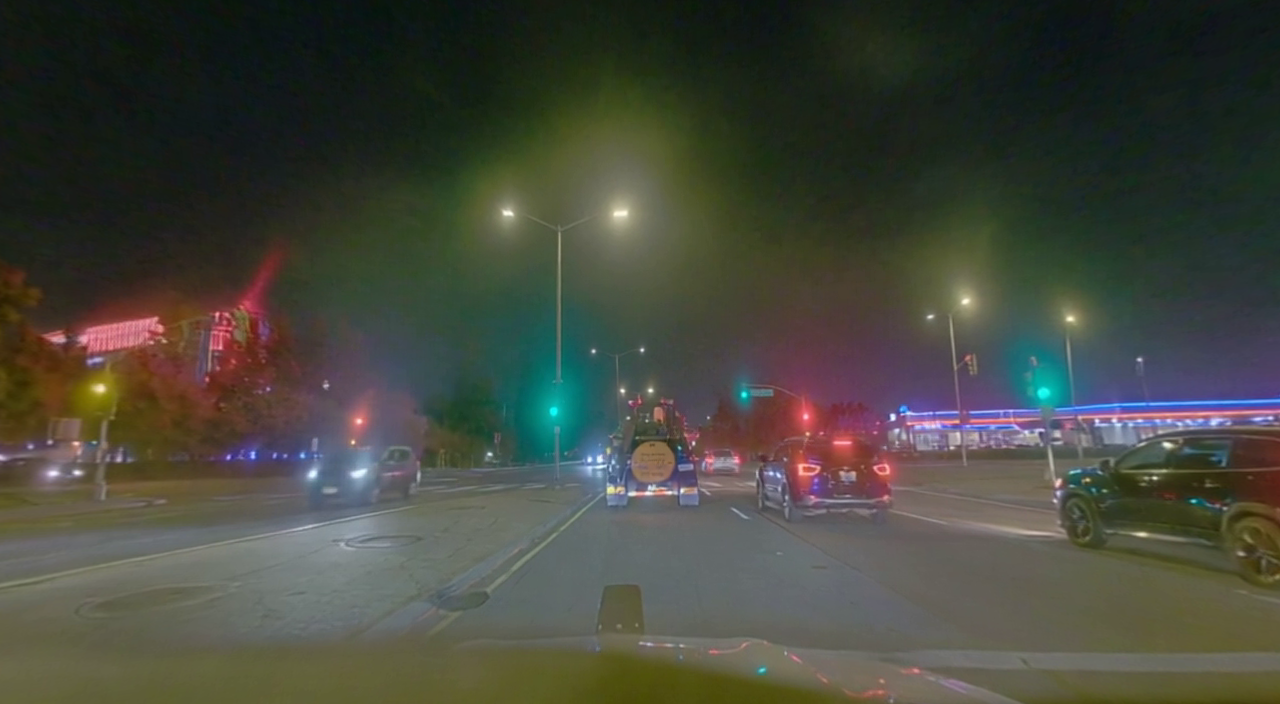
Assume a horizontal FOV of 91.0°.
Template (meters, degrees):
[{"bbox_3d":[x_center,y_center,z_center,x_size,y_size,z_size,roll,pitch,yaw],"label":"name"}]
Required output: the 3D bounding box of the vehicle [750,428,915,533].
[{"bbox_3d":[3.648,2.509,12.899,2.025,1.754,4.311,0,-9,0],"label":"vehicle"}]

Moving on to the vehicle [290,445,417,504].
[{"bbox_3d":[-8.449,3.617,19.051,1.889,1.576,4.044,0,-9,0],"label":"vehicle"}]

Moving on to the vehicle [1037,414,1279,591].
[{"bbox_3d":[7.178,1.669,7.487,1.982,1.698,4.408,0,-9,0],"label":"vehicle"}]

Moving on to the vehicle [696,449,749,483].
[{"bbox_3d":[4.018,5.604,31.313,1.967,1.515,4.378,0,-9,-1],"label":"vehicle"}]

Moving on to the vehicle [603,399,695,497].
[{"bbox_3d":[0.253,2.787,18.423,2.370,2.518,3.858,0,-8,1],"label":"vehicle"}]
